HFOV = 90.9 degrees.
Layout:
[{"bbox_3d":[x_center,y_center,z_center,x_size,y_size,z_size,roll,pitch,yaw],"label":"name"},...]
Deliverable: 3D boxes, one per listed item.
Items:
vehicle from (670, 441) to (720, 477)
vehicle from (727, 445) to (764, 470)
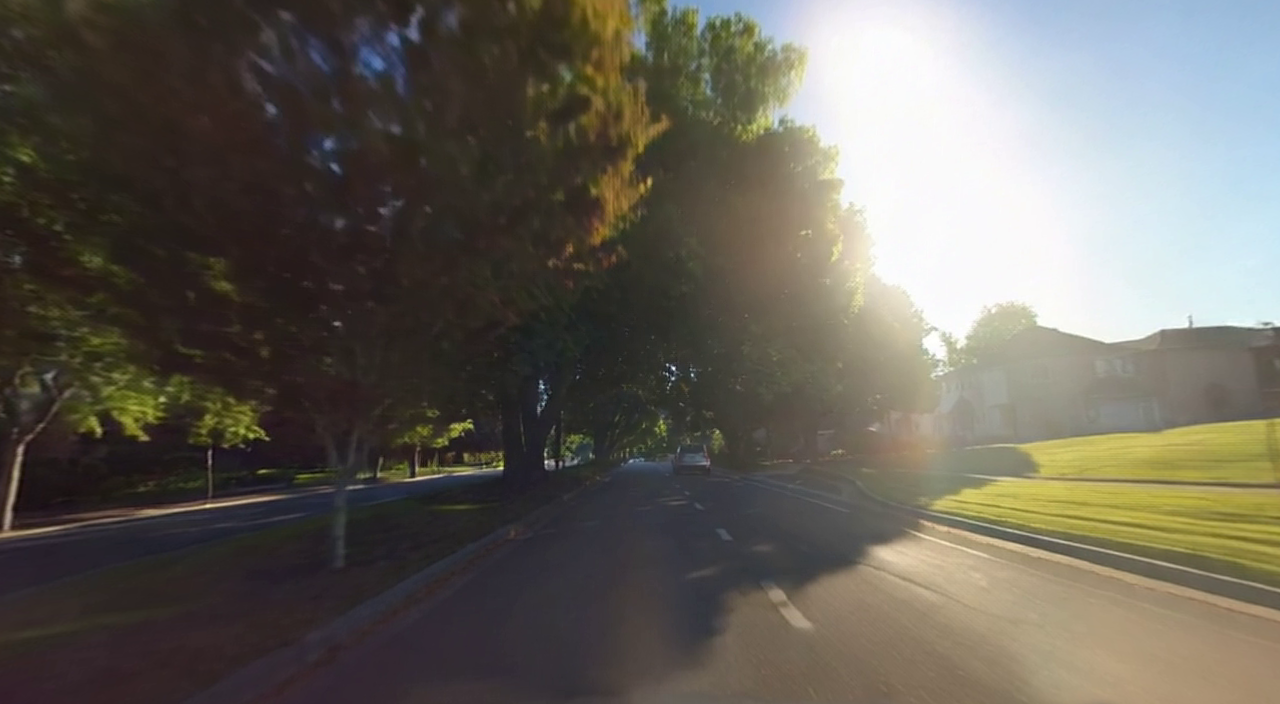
[{"bbox_3d":[2.795,5.627,33.376,2.180,1.773,4.639,0,-9,-1],"label":"vehicle"},{"bbox_3d":[8.246,8.150,48.815,2.269,1.826,5.192,-2,-9,15],"label":"vehicle"}]
